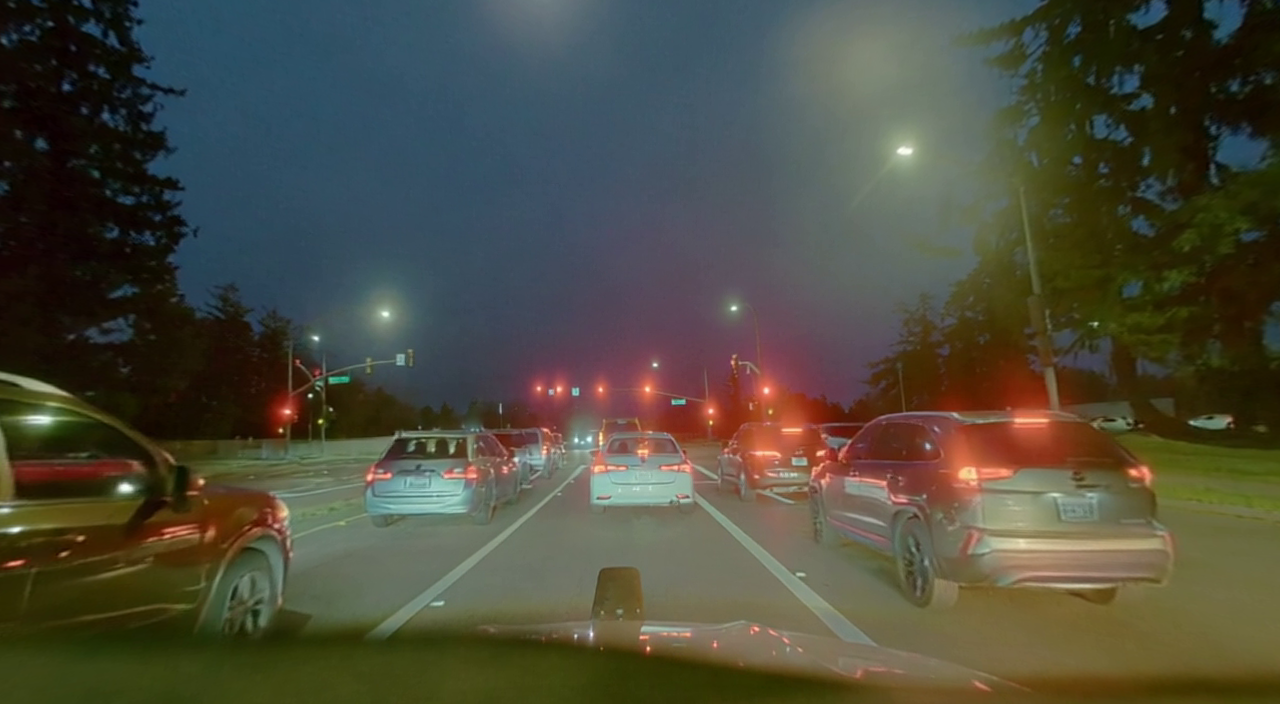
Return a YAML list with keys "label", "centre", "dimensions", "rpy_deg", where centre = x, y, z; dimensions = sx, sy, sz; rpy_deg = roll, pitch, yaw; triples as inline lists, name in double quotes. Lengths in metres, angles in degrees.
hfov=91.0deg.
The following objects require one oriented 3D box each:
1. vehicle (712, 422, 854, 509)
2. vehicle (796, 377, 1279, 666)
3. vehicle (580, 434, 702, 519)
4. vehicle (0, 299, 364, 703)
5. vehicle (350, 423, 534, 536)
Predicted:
- label: "vehicle"
  centre: [3.004, 2.497, 14.283]
  dimensions: [2.106, 1.667, 4.101]
  rpy_deg: [0, -8, -2]
- label: "vehicle"
  centre: [3.140, 1.310, 5.975]
  dimensions: [2.074, 1.685, 4.387]
  rpy_deg: [0, -8, -2]
- label: "vehicle"
  centre: [-0.065, 2.400, 12.679]
  dimensions: [2.076, 1.438, 3.770]
  rpy_deg: [0, -8, -2]
- label: "vehicle"
  centre: [-3.226, 0.792, 2.695]
  dimensions: [2.079, 1.756, 4.676]
  rpy_deg: [0, -8, -2]
- label: "vehicle"
  centre: [-3.113, 2.090, 10.961]
  dimensions: [1.896, 1.546, 4.378]
  rpy_deg: [0, -8, -2]
